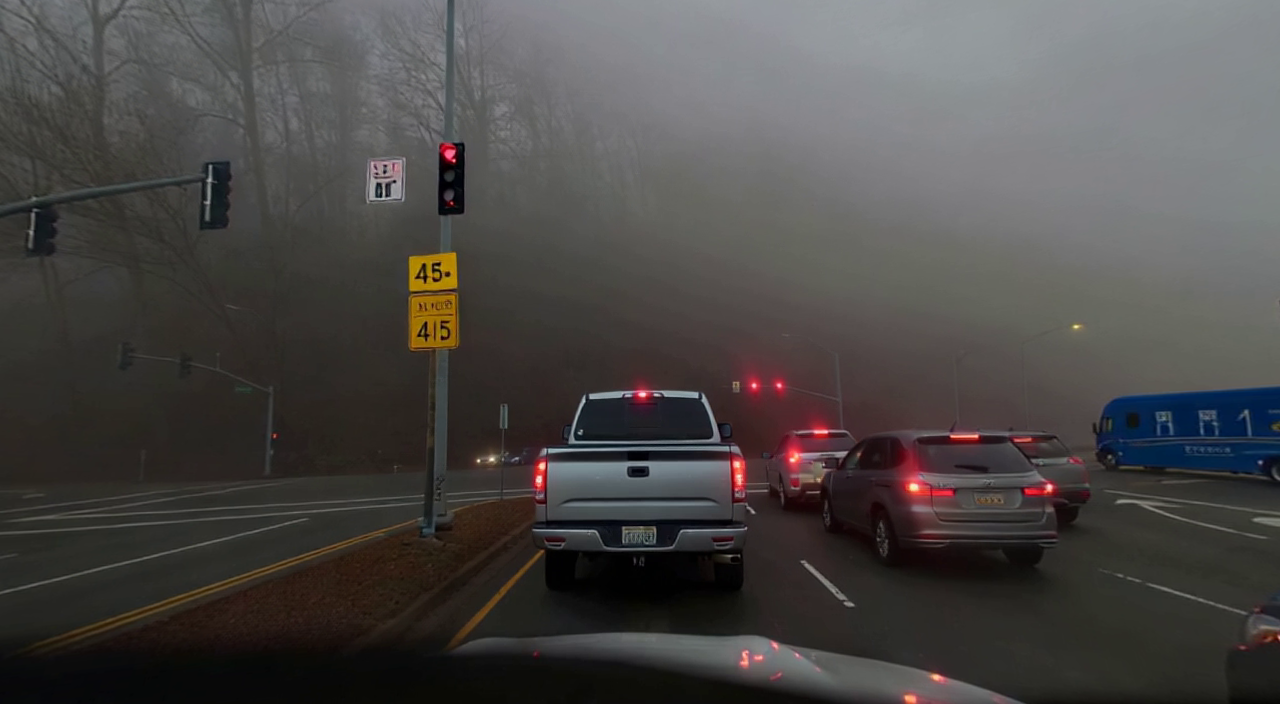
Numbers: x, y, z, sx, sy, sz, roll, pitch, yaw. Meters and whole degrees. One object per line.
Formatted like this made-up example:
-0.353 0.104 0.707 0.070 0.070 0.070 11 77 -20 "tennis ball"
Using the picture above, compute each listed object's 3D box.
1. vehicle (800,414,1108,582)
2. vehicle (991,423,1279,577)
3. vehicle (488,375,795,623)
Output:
3.563 1.717 8.189 1.981 1.616 4.006 0 -8 1 "vehicle"
6.828 1.740 8.262 1.973 1.470 4.228 0 -8 -1 "vehicle"
0.048 1.477 7.359 2.326 1.880 4.964 0 -8 1 "vehicle"
